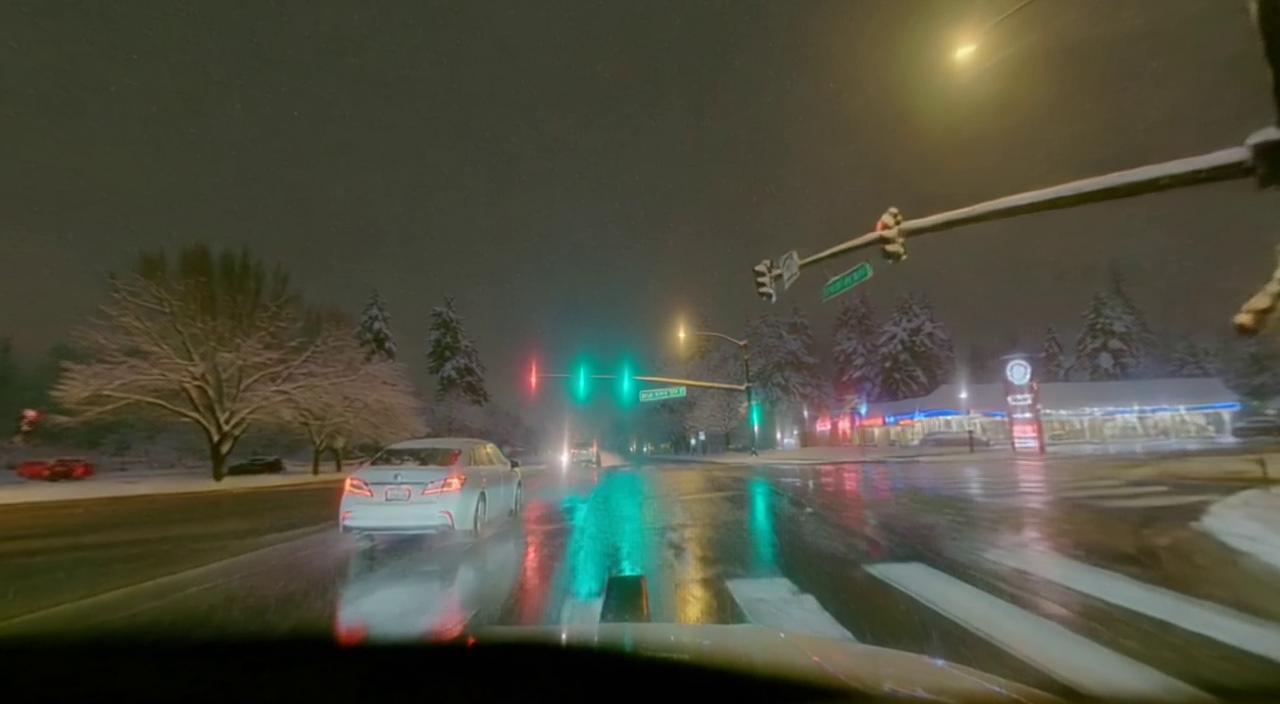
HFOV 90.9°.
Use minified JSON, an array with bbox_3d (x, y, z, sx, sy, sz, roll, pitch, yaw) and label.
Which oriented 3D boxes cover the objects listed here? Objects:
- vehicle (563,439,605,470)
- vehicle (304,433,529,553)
[{"bbox_3d":[-3.243,6.075,37.398,2.109,1.692,4.220,-1,-8,0],"label":"vehicle"},{"bbox_3d":[-3.220,2.112,10.216,2.018,1.477,4.401,-1,-8,0],"label":"vehicle"}]
